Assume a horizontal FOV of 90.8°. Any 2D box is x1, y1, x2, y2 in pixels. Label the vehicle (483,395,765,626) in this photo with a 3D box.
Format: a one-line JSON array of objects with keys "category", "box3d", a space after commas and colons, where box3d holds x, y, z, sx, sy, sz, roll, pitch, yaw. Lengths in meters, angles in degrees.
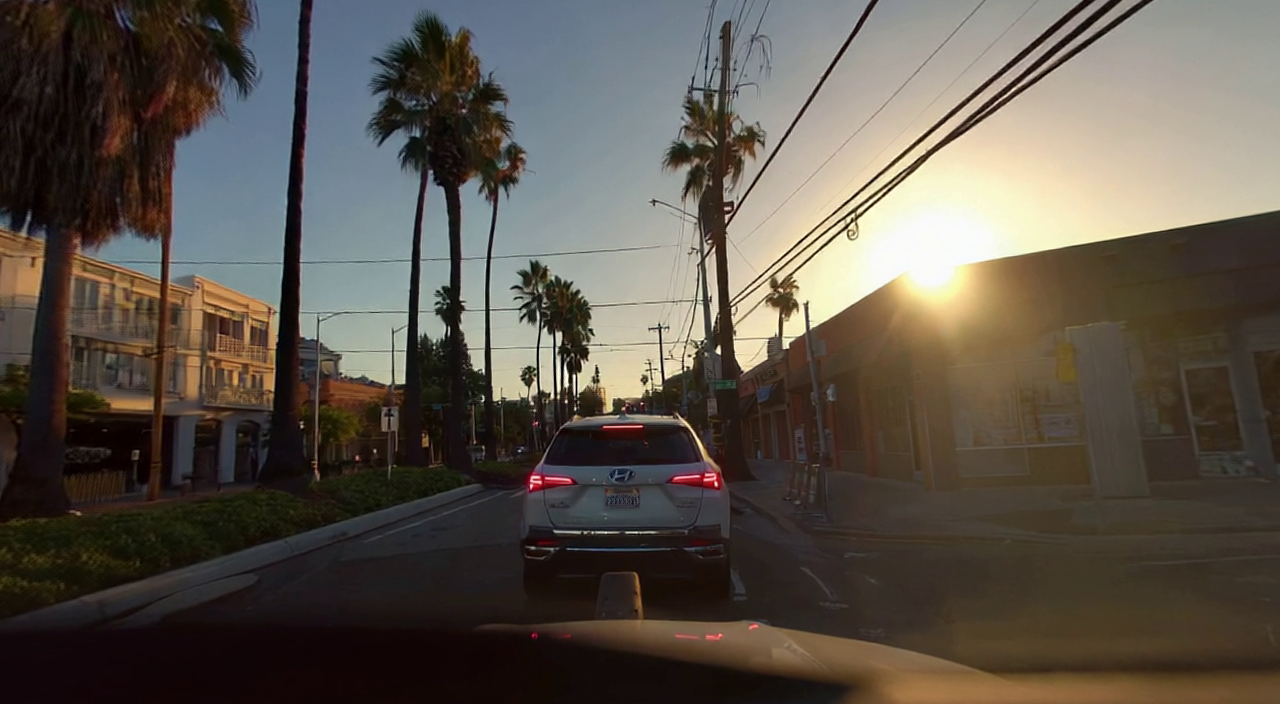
[{"category": "vehicle", "box3d": [-0.204, 1.455, 6.680, 2.105, 1.702, 3.750, 0, -8, -3]}]
